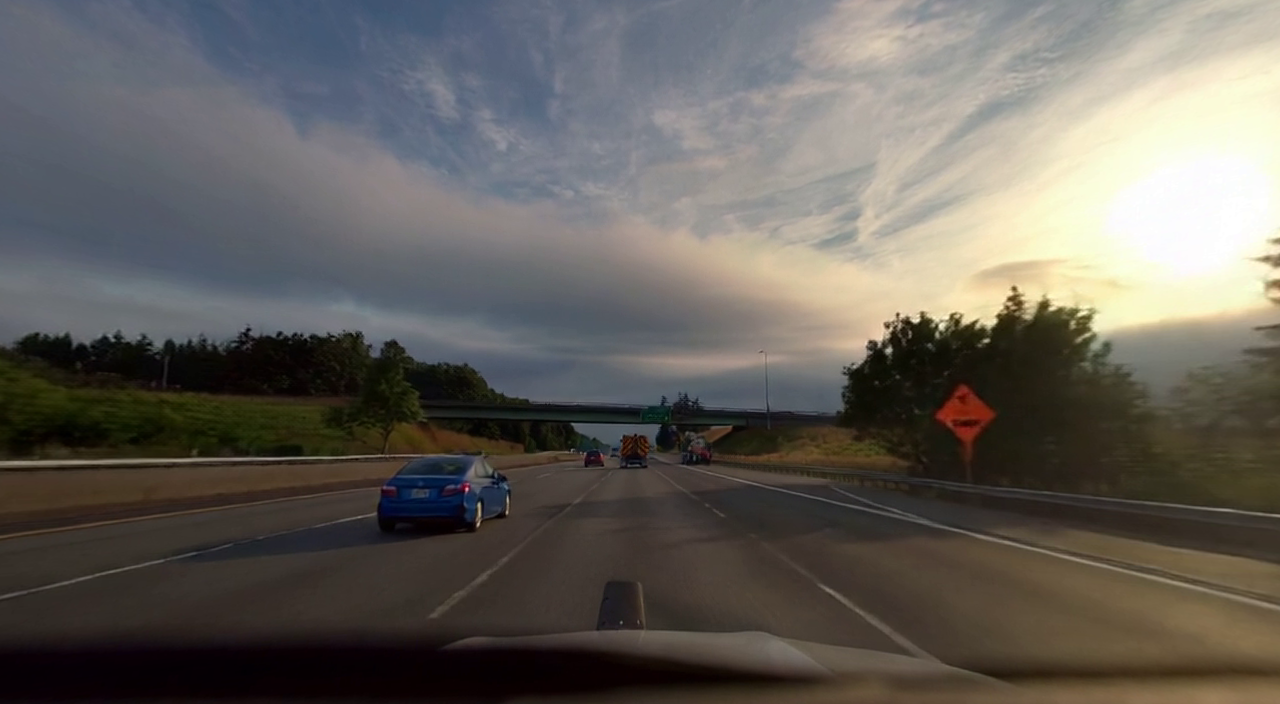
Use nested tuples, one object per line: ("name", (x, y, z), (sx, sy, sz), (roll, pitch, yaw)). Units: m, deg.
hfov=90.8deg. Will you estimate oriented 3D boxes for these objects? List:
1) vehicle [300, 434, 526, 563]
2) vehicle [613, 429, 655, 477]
("vehicle", (-3.317, 2.220, 10.315), (2.088, 1.643, 4.215), (0, -9, 0))
("vehicle", (-0.508, 6.997, 43.779), (2.672, 3.056, 6.900), (0, -9, -2))
